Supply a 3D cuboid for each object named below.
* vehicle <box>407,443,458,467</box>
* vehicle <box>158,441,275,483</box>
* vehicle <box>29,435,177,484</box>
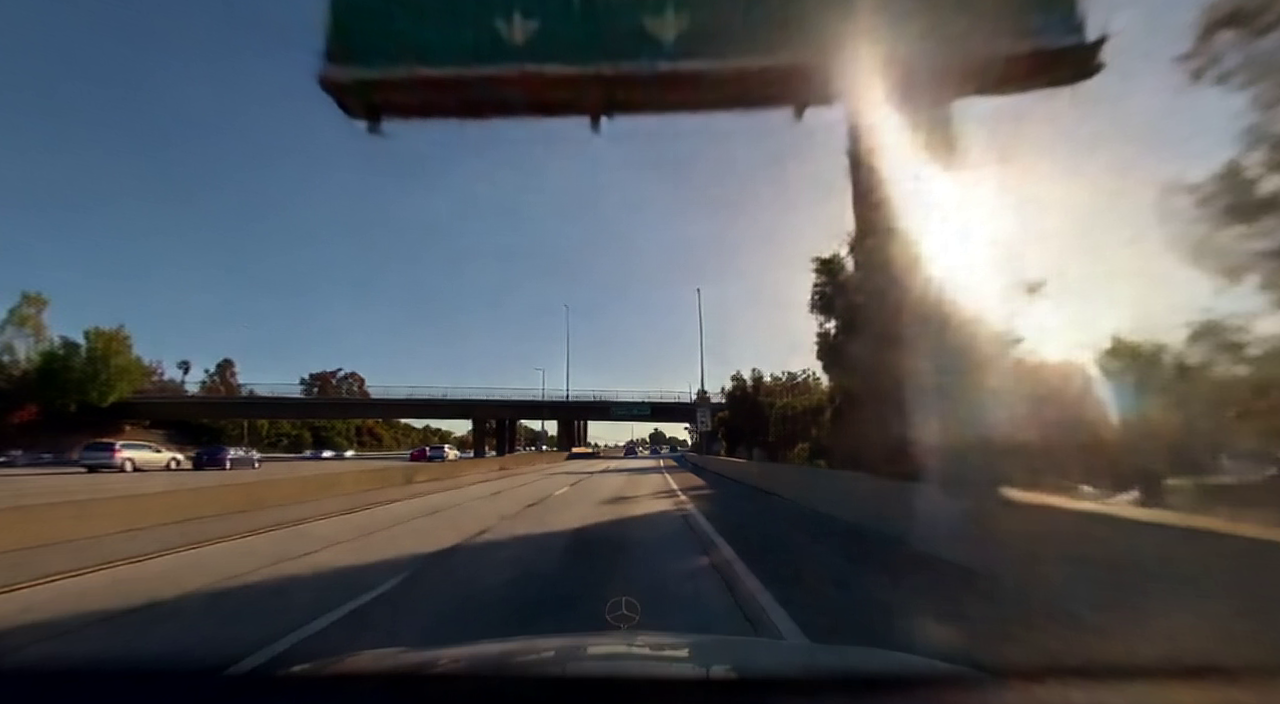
[{"bbox_3d":[-14.086,7.001,43.219,2.271,1.537,4.029,0,-8,-3],"label":"vehicle"},{"bbox_3d":[-16.888,4.394,25.519,1.829,1.520,4.505,0,-9,-4],"label":"vehicle"},{"bbox_3d":[-20.743,4.149,24.719,2.049,1.718,4.445,0,-9,-4],"label":"vehicle"}]
